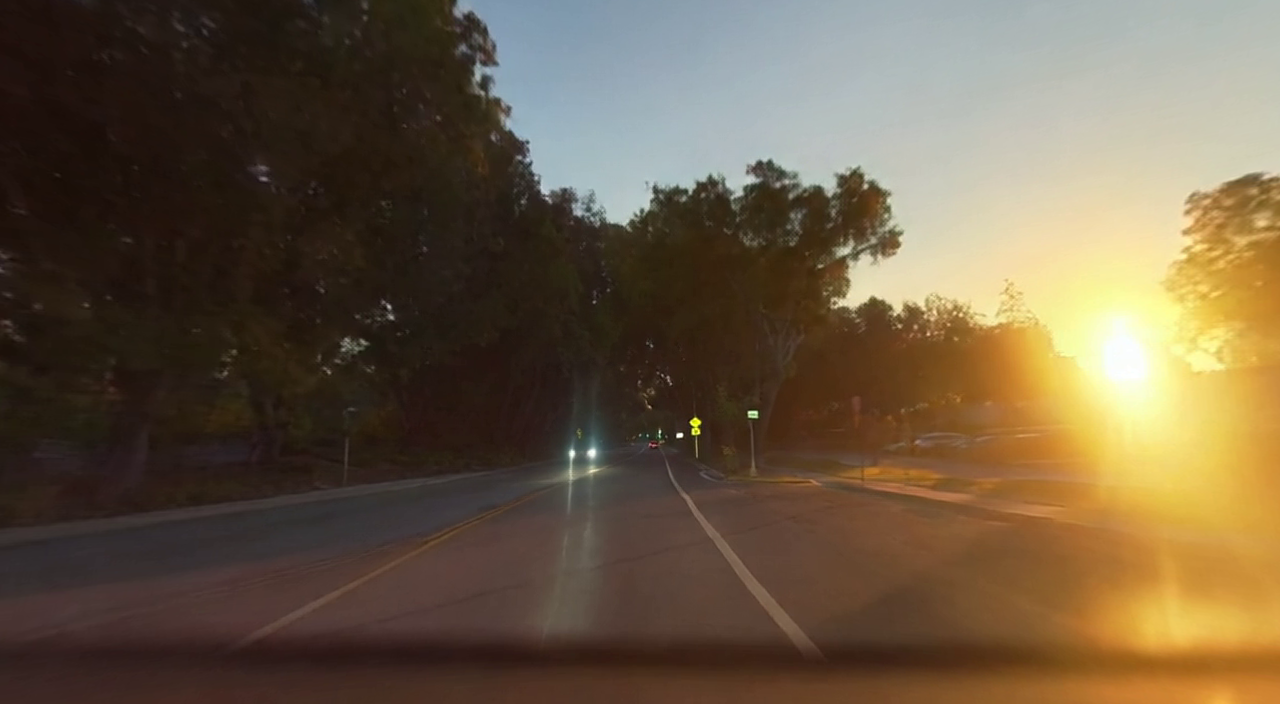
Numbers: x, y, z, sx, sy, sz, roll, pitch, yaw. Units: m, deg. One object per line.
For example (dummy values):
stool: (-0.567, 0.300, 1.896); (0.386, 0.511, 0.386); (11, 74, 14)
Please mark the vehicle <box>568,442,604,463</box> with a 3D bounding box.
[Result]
vehicle: (-3.658, 6.908, 43.393); (1.923, 1.366, 3.965); (-1, -8, 3)
